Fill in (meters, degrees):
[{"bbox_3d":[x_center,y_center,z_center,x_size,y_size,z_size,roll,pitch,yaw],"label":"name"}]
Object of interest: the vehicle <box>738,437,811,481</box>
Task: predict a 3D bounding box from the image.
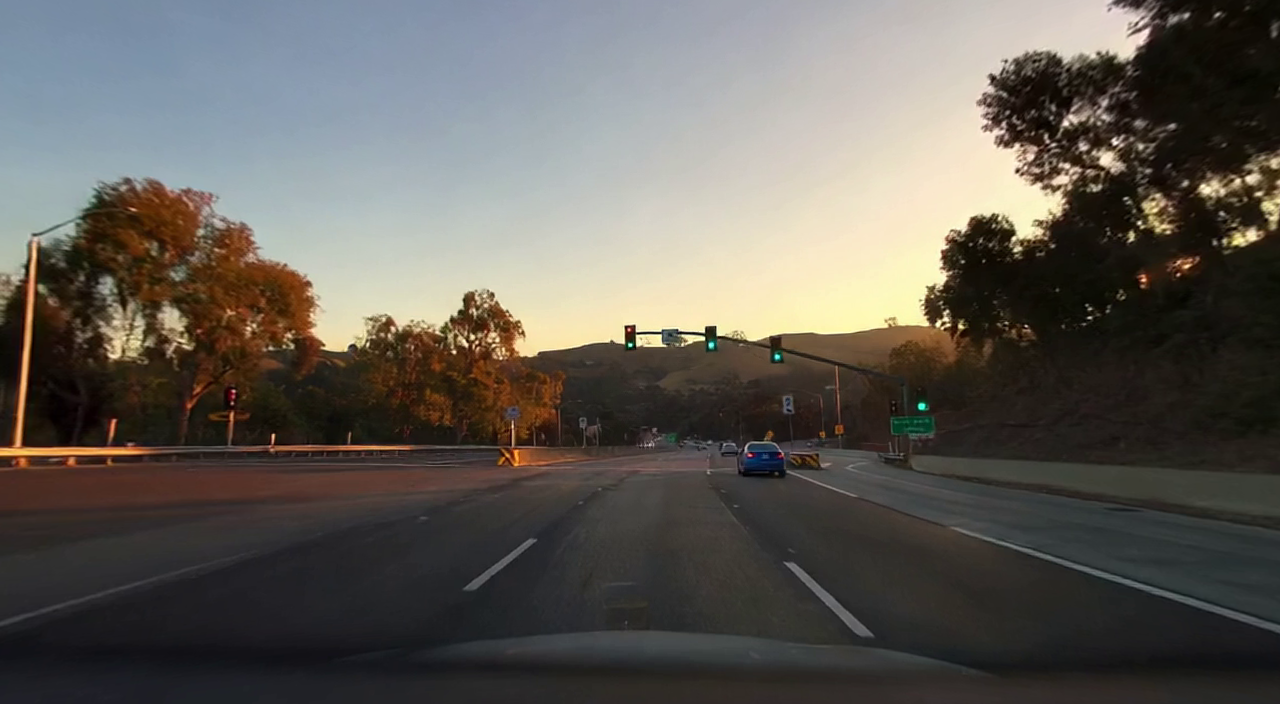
[{"bbox_3d":[4.932,3.995,23.783,1.916,1.469,4.481,0,-8,2],"label":"vehicle"}]
